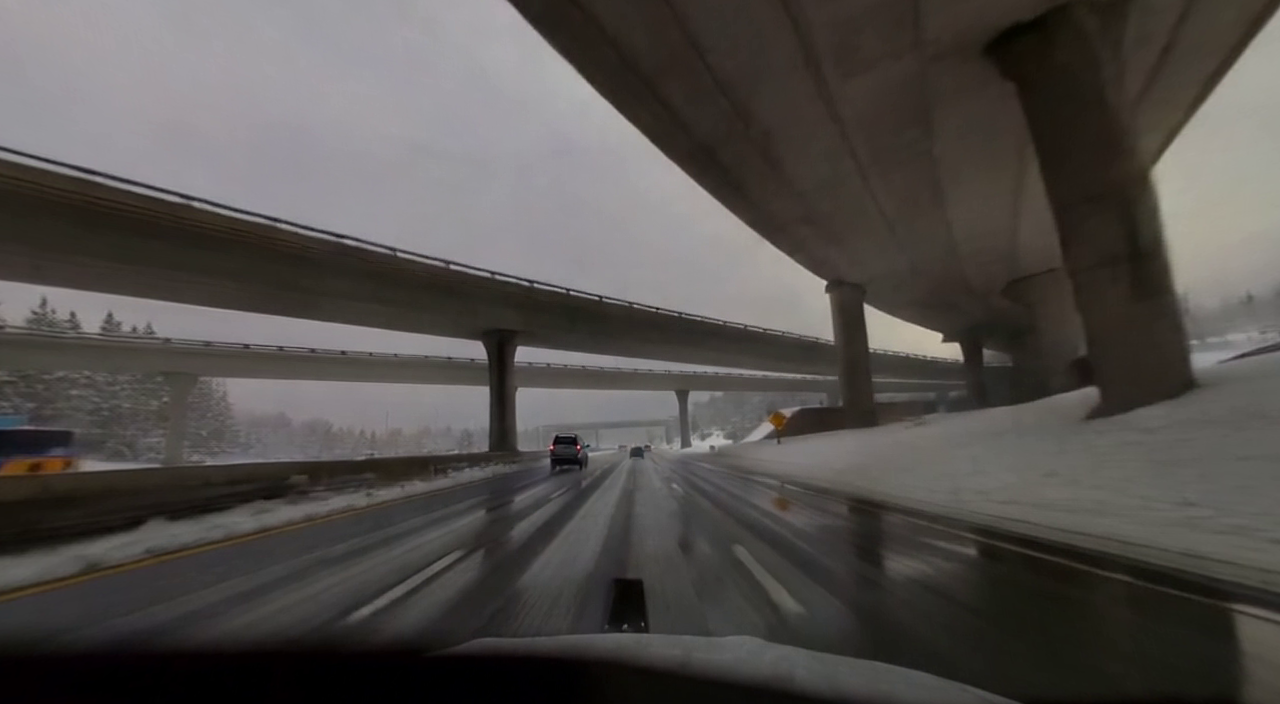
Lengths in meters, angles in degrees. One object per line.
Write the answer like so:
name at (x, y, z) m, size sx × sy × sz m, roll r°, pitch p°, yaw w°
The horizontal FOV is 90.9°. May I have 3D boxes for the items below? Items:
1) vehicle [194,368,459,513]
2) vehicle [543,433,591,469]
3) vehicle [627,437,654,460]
vehicle at (-7.498, 2.419, 16.796) m, size 2.872 × 2.890 × 7.923 m, roll 1°, pitch -9°, yaw 0°
vehicle at (-4.202, 5.803, 37.037) m, size 2.147 × 1.918 × 4.834 m, roll 0°, pitch -9°, yaw 1°
vehicle at (0.007, 7.599, 49.695) m, size 2.052 × 1.711 × 4.223 m, roll 0°, pitch -9°, yaw -1°
